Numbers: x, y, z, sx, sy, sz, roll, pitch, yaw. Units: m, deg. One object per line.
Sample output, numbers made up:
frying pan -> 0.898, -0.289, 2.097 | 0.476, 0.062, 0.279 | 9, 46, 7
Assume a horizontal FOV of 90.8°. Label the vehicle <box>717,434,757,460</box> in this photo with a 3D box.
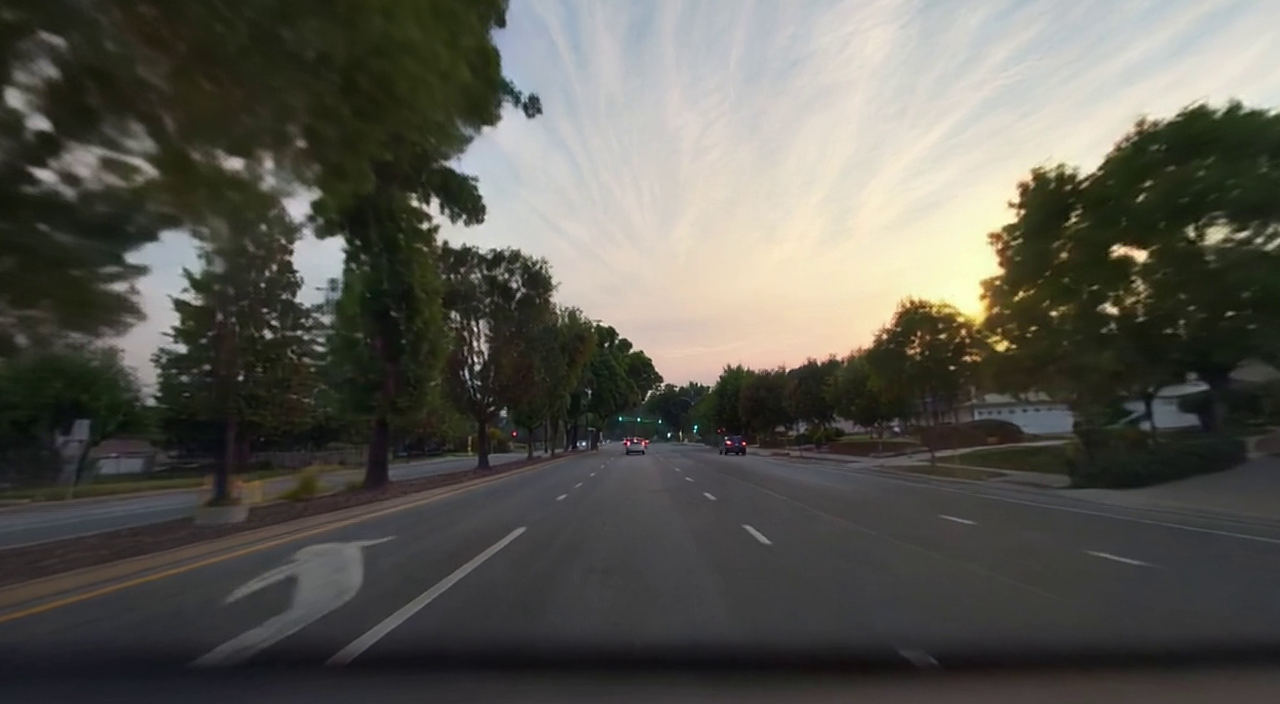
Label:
vehicle -> 6.767, 6.715, 44.483 | 2.011, 1.710, 4.357 | 0, -9, -1
